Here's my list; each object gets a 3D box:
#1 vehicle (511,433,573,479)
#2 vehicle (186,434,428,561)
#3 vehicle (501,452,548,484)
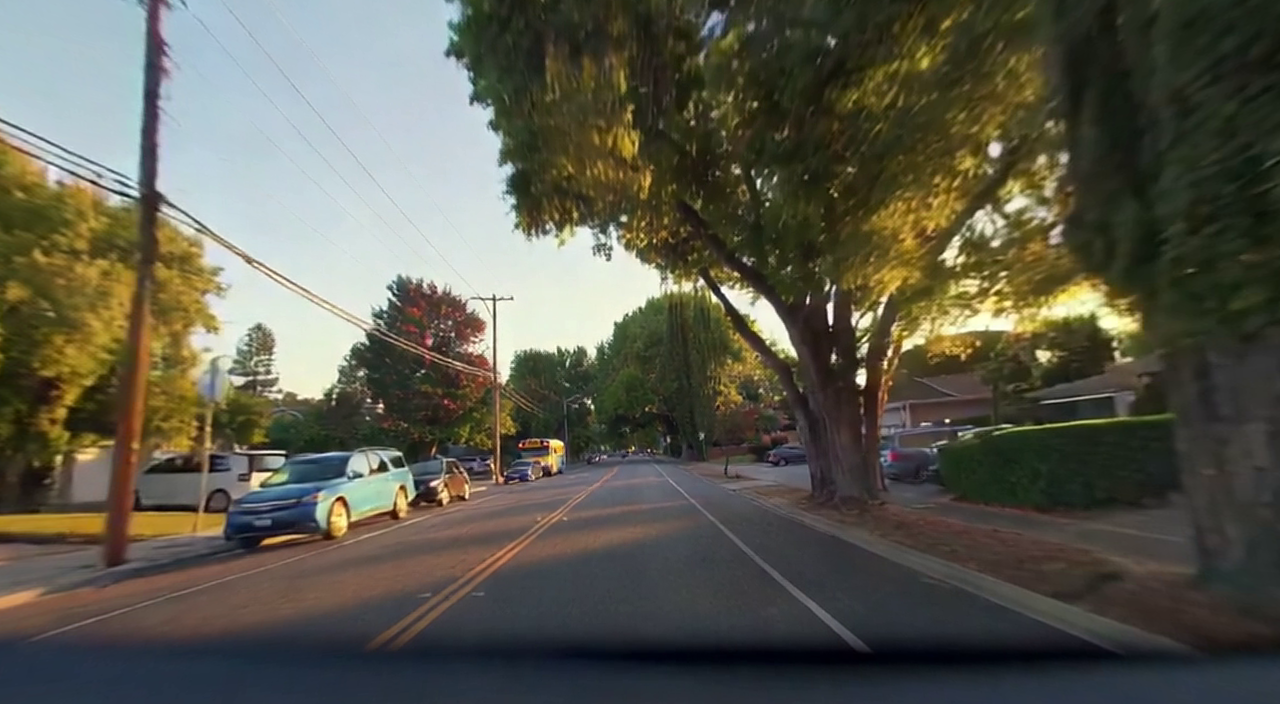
[{"bbox_3d":[-6.629,7.192,43.764,2.835,2.876,7.091,-1,-9,3],"label":"vehicle"},{"bbox_3d":[-6.591,2.930,13.503,2.284,1.939,5.502,-4,-10,-2],"label":"vehicle"},{"bbox_3d":[-6.767,6.850,37.469,2.023,1.721,4.418,0,-9,-1],"label":"vehicle"}]
